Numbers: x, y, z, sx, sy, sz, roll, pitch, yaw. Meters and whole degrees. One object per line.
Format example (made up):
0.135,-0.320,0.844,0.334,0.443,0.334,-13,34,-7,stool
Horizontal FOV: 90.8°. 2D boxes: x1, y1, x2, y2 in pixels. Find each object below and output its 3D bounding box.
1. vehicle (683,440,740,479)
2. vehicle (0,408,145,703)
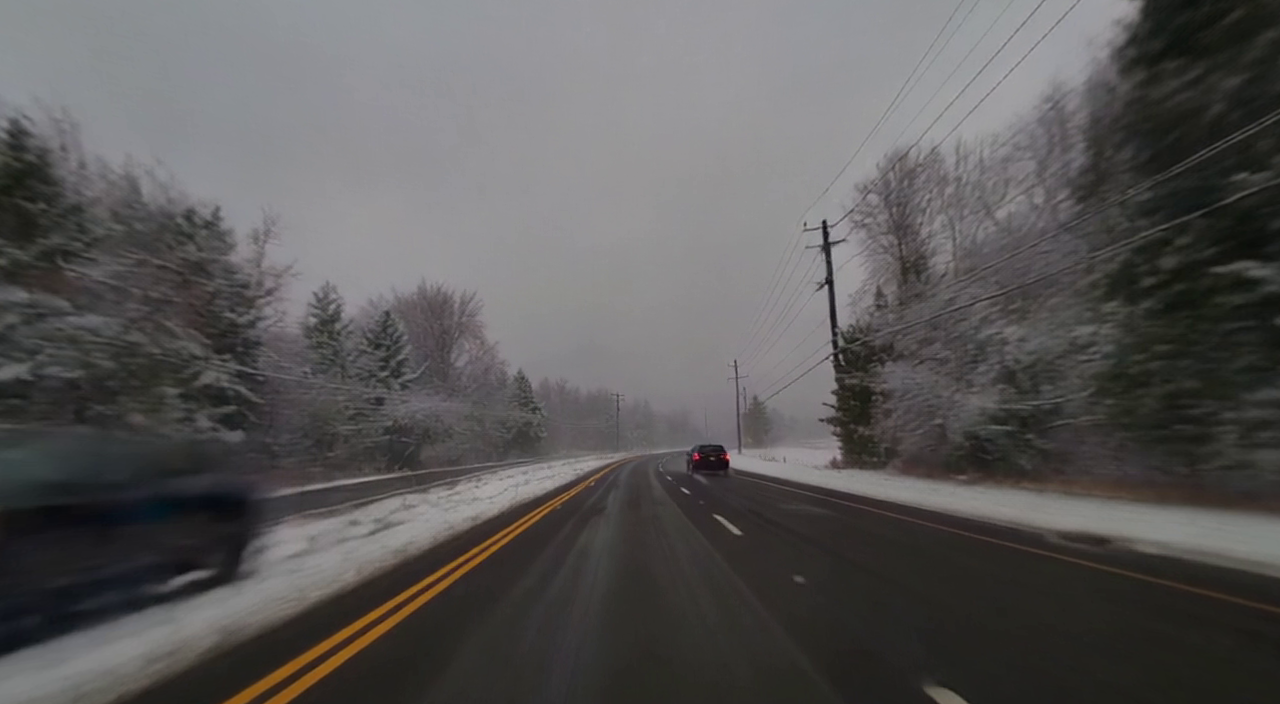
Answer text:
3.289,5.021,29.749,2.135,1.692,4.185,0,-9,-1,vehicle
-4.283,0.848,1.880,2.022,1.506,4.438,0,-9,0,vehicle
